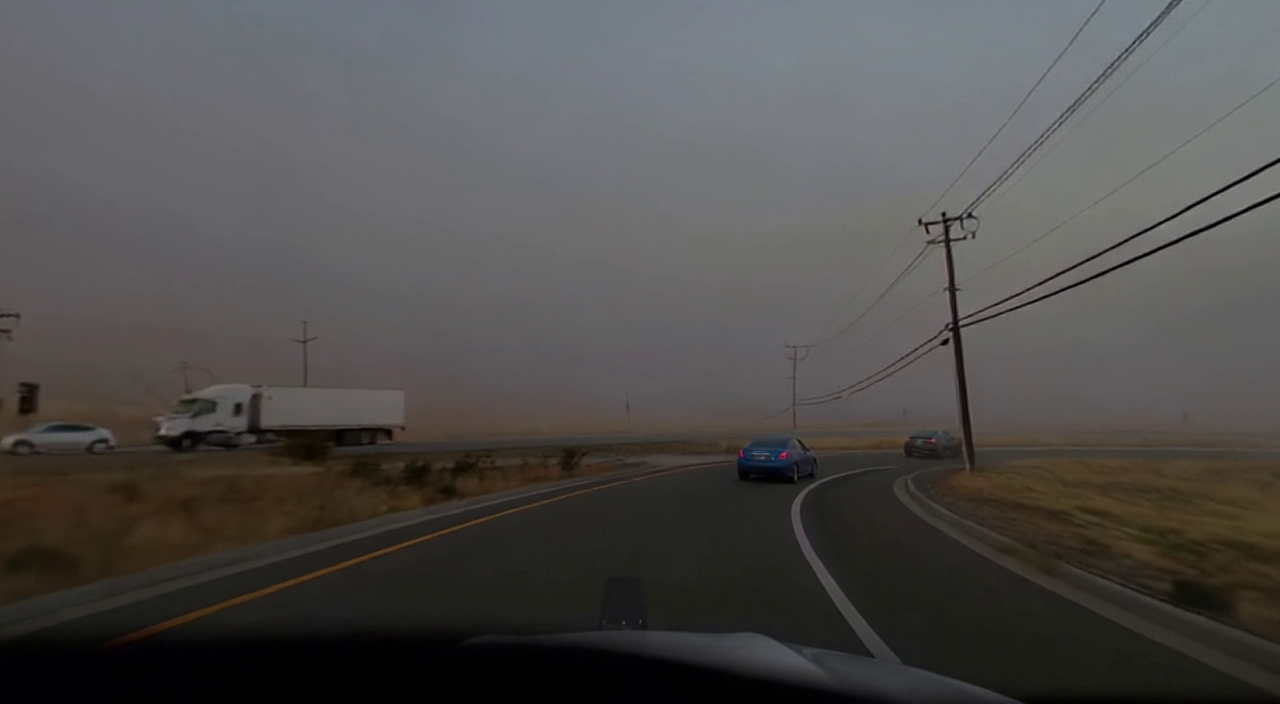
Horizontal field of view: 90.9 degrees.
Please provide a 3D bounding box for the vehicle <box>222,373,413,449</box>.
[{"bbox_3d":[-18.640,3.660,37.067,9.356,3.992,2.808,7,-11,-39],"label":"vehicle"}]

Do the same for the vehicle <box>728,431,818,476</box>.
[{"bbox_3d":[4.790,3.527,22.204,2.026,1.407,4.374,-4,-9,26],"label":"vehicle"}]

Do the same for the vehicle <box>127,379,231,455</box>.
[{"bbox_3d":[-23.888,3.459,32.708,3.911,3.666,2.936,7,-11,-39],"label":"vehicle"}]

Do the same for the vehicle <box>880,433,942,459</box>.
[{"bbox_3d":[16.455,5.690,38.209,4.307,1.465,1.836,8,-12,-43],"label":"vehicle"}]

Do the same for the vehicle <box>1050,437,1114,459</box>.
[{"bbox_3d":[33.177,7.187,47.322,4.102,1.552,1.931,3,-9,-23],"label":"vehicle"}]
